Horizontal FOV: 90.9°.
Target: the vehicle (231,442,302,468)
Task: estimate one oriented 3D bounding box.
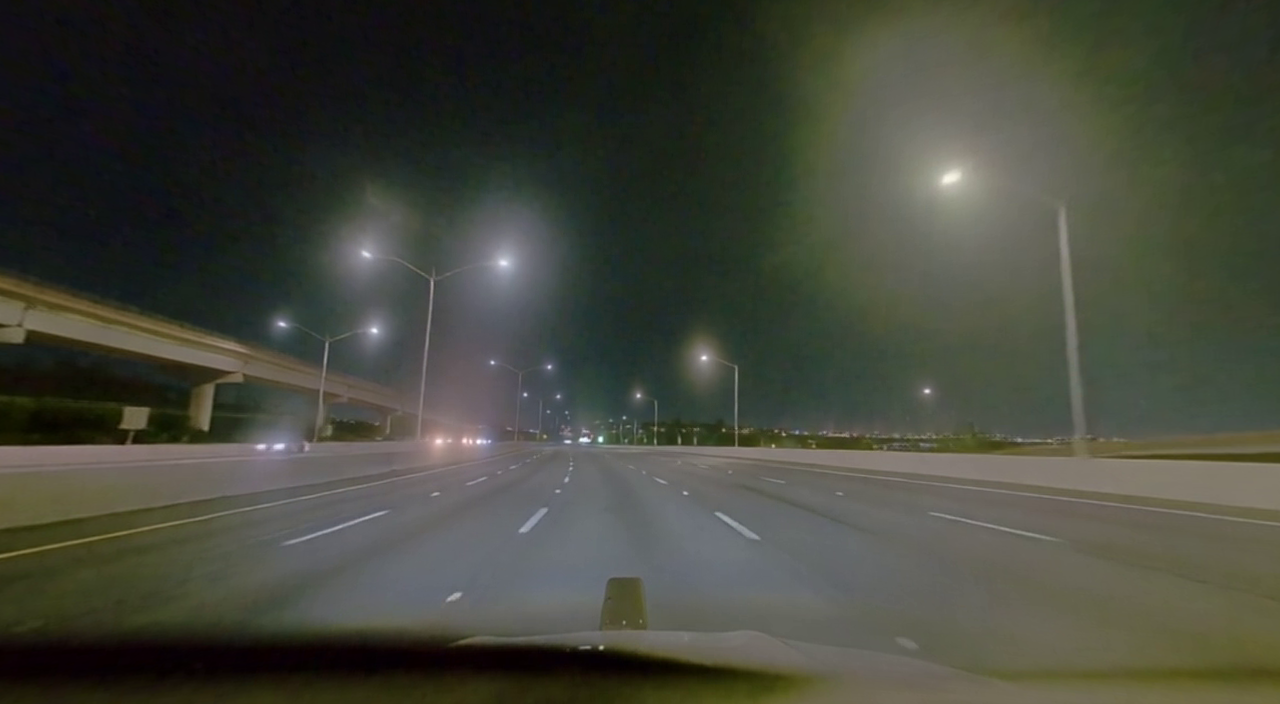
[{"bbox_3d":[-23.321,6.413,39.566,1.886,1.529,4.589,0,-8,-4],"label":"vehicle"}]
